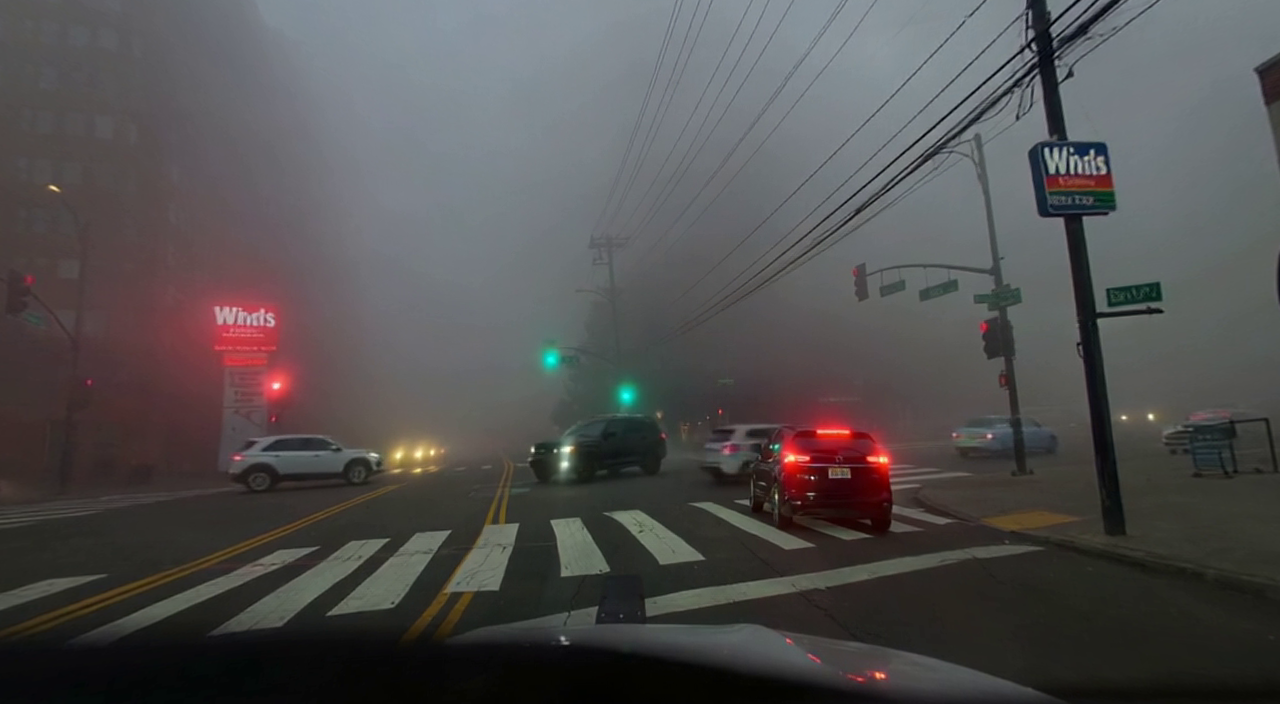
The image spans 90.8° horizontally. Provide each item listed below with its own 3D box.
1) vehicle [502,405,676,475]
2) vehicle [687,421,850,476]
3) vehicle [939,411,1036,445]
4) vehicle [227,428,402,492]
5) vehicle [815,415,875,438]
[{"bbox_3d":[-1.486,2.909,20.806,2.374,1.985,5.588,-8,-11,41],"label":"vehicle"},{"bbox_3d":[3.933,2.913,19.264,4.707,1.487,1.907,4,-10,-29],"label":"vehicle"},{"bbox_3d":[16.268,3.597,29.532,4.433,1.453,1.804,5,-10,-30],"label":"vehicle"},{"bbox_3d":[-10.077,3.324,19.824,2.105,1.761,4.292,-8,-11,40],"label":"vehicle"},{"bbox_3d":[16.031,5.838,49.420,4.589,1.730,1.801,4,-9,-31],"label":"vehicle"}]
